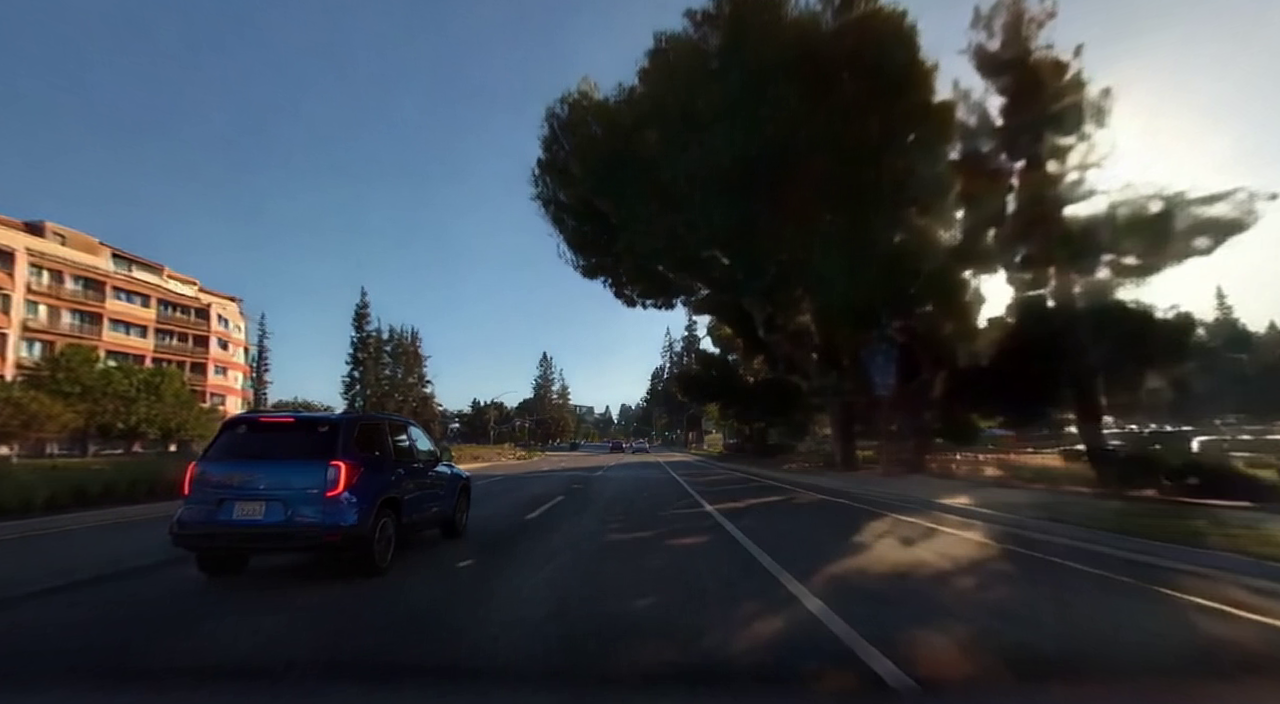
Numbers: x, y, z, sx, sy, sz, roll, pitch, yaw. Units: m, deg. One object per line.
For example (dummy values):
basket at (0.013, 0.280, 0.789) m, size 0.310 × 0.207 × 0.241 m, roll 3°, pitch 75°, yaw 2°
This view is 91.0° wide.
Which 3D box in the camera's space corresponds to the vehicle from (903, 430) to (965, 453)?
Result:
vehicle at (23.288, 7.102, 49.909) m, size 4.000 × 1.458 × 1.640 m, roll -4°, pitch -6°, yaw 0°

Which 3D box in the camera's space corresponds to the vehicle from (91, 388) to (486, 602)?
vehicle at (-3.387, 1.478, 7.387) m, size 2.033 × 1.713 × 4.503 m, roll 0°, pitch -8°, yaw 0°
